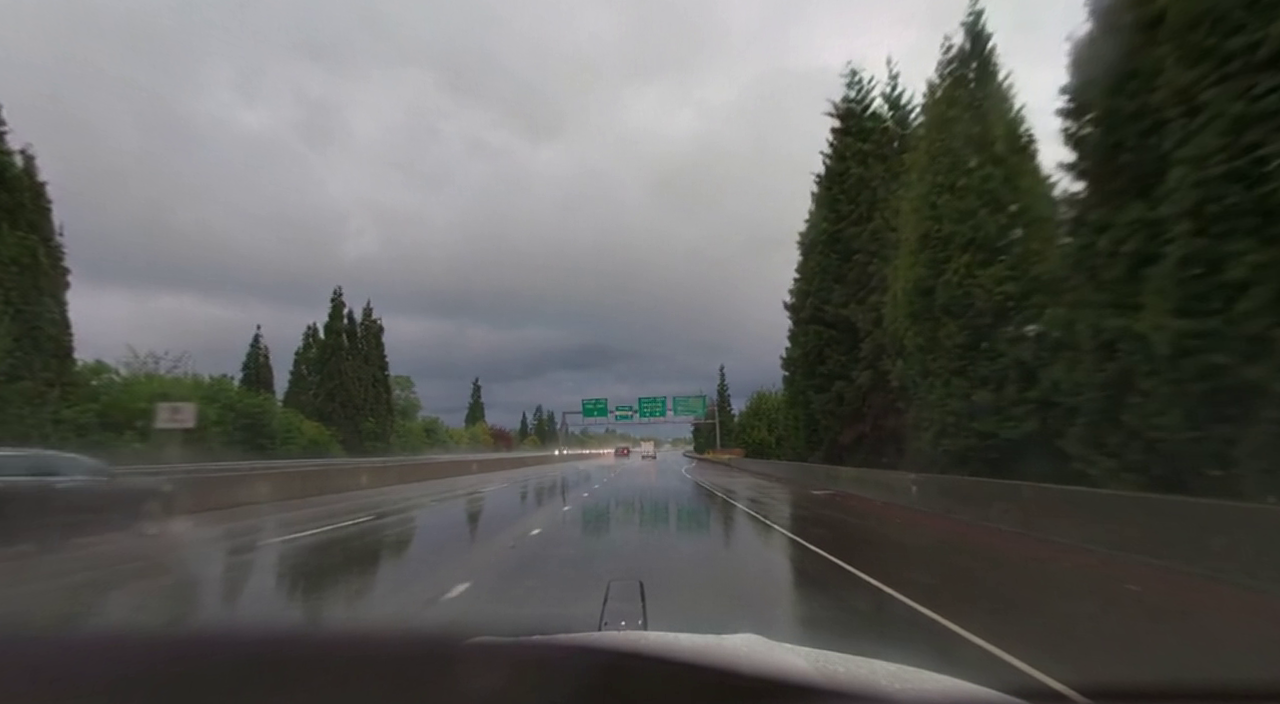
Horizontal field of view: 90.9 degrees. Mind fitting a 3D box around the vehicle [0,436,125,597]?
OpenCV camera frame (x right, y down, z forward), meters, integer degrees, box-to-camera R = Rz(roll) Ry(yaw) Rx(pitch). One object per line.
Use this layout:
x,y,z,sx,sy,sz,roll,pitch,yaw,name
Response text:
-6.832,1.388,4.827,1.835,1.459,4.636,-2,-9,1,vehicle
